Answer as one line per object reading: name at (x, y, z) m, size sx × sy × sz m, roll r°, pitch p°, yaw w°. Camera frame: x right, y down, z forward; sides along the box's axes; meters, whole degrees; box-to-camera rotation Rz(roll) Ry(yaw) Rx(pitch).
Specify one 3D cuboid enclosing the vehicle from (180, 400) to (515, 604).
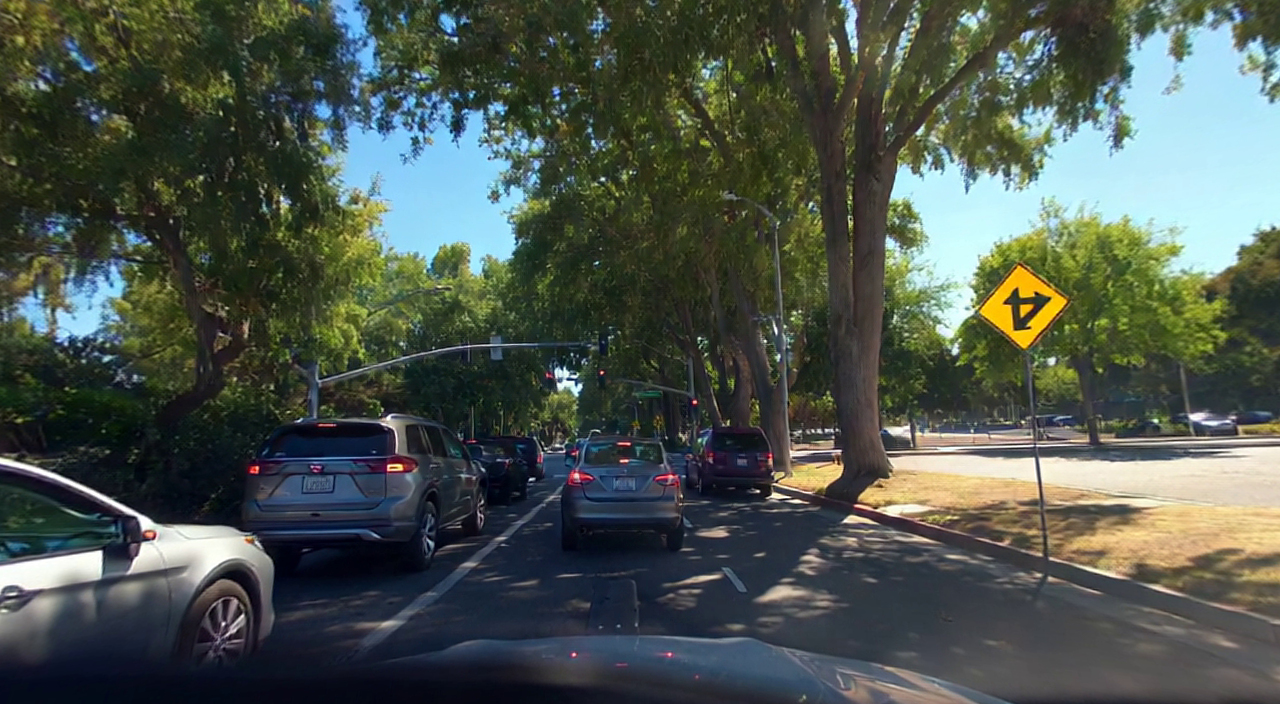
vehicle at (-2.893, 1.573, 7.451) m, size 1.964 × 1.712 × 4.097 m, roll 0°, pitch -8°, yaw 0°

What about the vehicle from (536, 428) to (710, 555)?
vehicle at (-0.253, 1.919, 9.345) m, size 2.025 × 1.453 × 3.848 m, roll 0°, pitch -8°, yaw -2°

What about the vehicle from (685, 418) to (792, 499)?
vehicle at (2.450, 2.816, 16.921) m, size 2.059 × 1.864 × 4.541 m, roll 0°, pitch -8°, yaw -1°

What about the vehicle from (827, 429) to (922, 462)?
vehicle at (11.374, 4.555, 30.697) m, size 3.883 × 1.534 × 1.779 m, roll 0°, pitch -8°, yaw 2°

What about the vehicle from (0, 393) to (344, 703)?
vehicle at (-2.914, 0.833, 1.620) m, size 1.974 × 1.484 × 4.716 m, roll 0°, pitch -8°, yaw 0°
